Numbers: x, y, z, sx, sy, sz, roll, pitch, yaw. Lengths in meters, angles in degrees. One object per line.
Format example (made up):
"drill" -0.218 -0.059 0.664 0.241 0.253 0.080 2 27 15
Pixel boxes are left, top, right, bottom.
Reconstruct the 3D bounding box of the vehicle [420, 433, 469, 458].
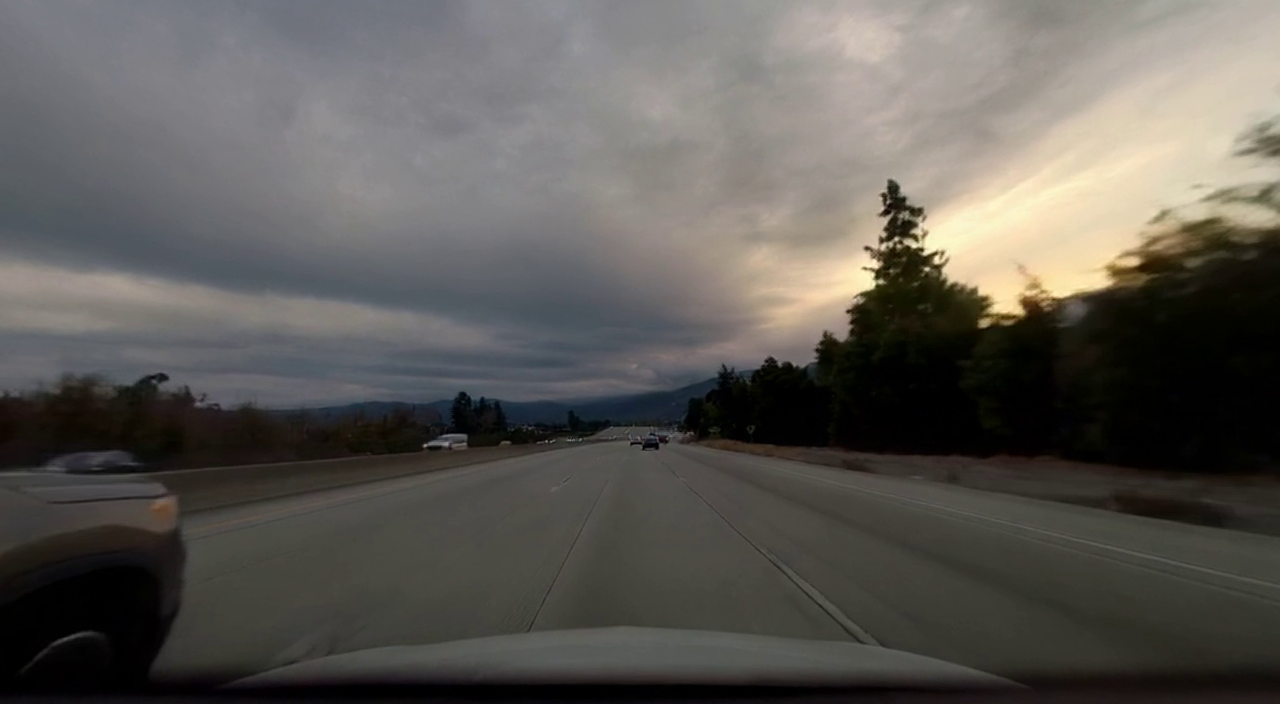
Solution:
"vehicle" -14.108 6.783 45.827 2.003 1.719 4.843 0 -8 0

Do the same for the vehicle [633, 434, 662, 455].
"vehicle" 0.497 6.582 45.053 1.911 1.449 3.776 0 -8 -2

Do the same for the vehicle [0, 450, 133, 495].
"vehicle" -22.612 4.664 24.755 1.797 1.516 4.192 0 -8 1
